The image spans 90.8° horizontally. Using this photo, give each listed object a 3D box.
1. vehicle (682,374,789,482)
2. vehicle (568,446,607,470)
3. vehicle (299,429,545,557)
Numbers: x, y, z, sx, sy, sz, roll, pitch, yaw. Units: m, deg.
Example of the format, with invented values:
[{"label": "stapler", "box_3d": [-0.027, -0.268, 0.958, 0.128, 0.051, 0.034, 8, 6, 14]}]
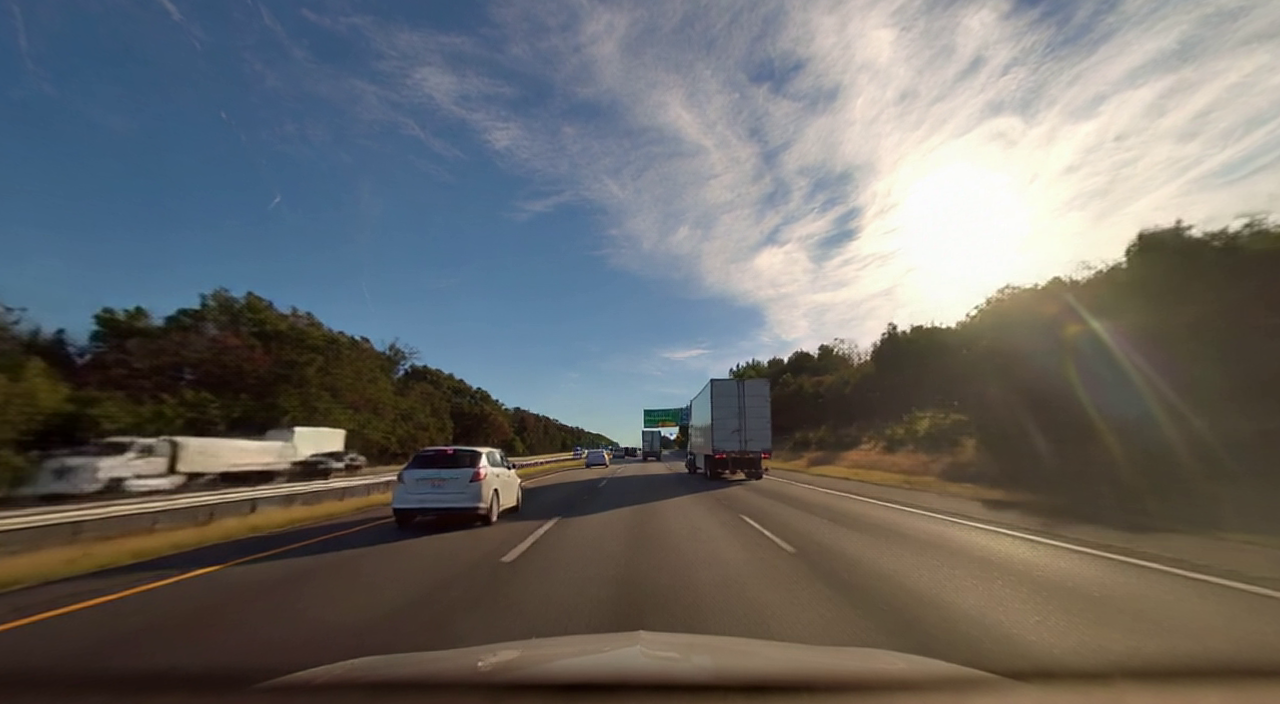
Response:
[{"label": "vehicle", "box_3d": [4.084, 4.002, 31.171, 2.974, 4.083, 14.389, 0, -9, 0]}, {"label": "vehicle", "box_3d": [-3.437, 7.048, 42.026, 2.121, 1.445, 4.651, 0, -9, 1]}, {"label": "vehicle", "box_3d": [-3.012, 2.101, 10.145, 2.104, 1.526, 4.940, 0, -9, 1]}]
